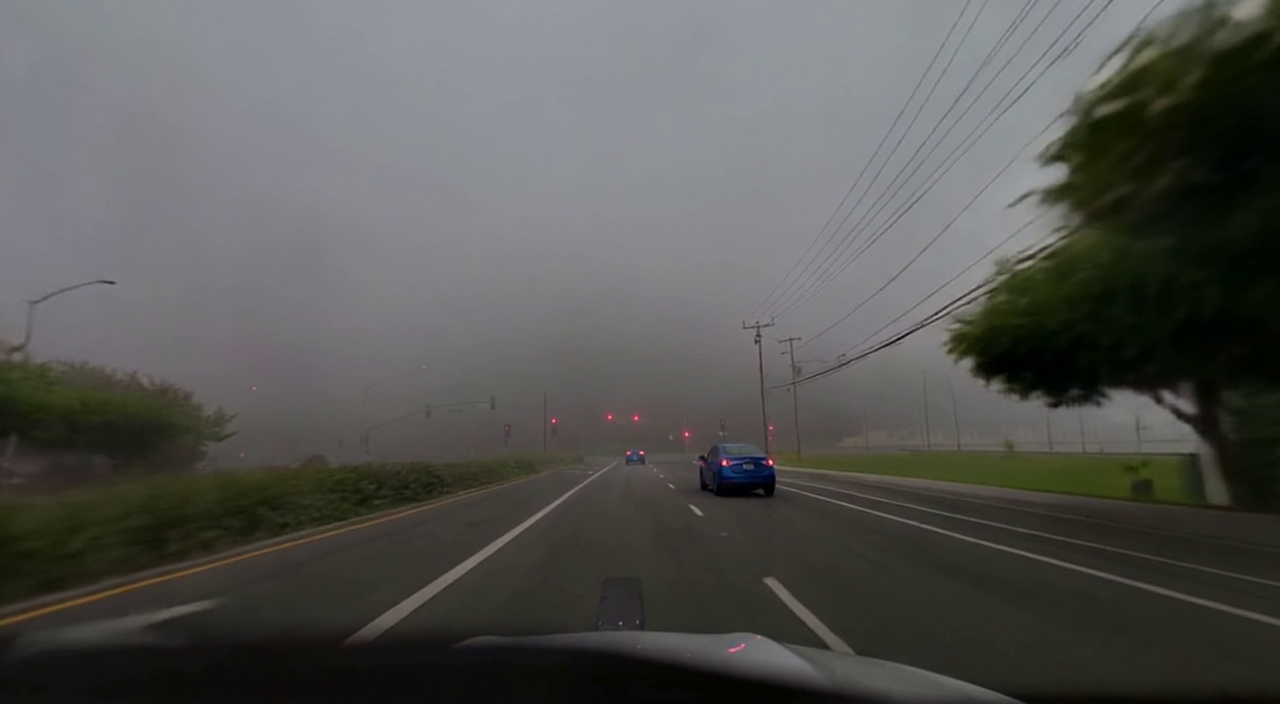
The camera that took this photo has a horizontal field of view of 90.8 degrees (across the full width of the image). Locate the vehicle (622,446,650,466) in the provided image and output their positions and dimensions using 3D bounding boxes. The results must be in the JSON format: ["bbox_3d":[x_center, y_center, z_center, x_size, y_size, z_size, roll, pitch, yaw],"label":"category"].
[{"bbox_3d":[-0.352,8.122,49.210,2.110,1.466,3.860,0,-9,-2],"label":"vehicle"}]

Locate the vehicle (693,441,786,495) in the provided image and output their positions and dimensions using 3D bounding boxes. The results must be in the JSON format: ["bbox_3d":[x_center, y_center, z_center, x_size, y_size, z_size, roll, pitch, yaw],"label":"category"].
[{"bbox_3d":[2.865,3.464,19.197,2.004,1.448,4.263,0,-9,-2],"label":"vehicle"}]

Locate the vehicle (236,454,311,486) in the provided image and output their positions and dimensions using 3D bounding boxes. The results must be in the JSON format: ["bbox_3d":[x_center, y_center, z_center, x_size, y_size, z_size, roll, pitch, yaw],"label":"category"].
[{"bbox_3d":[-22.245,7.179,38.616,1.946,1.787,4.469,0,-9,-1],"label":"vehicle"}]
